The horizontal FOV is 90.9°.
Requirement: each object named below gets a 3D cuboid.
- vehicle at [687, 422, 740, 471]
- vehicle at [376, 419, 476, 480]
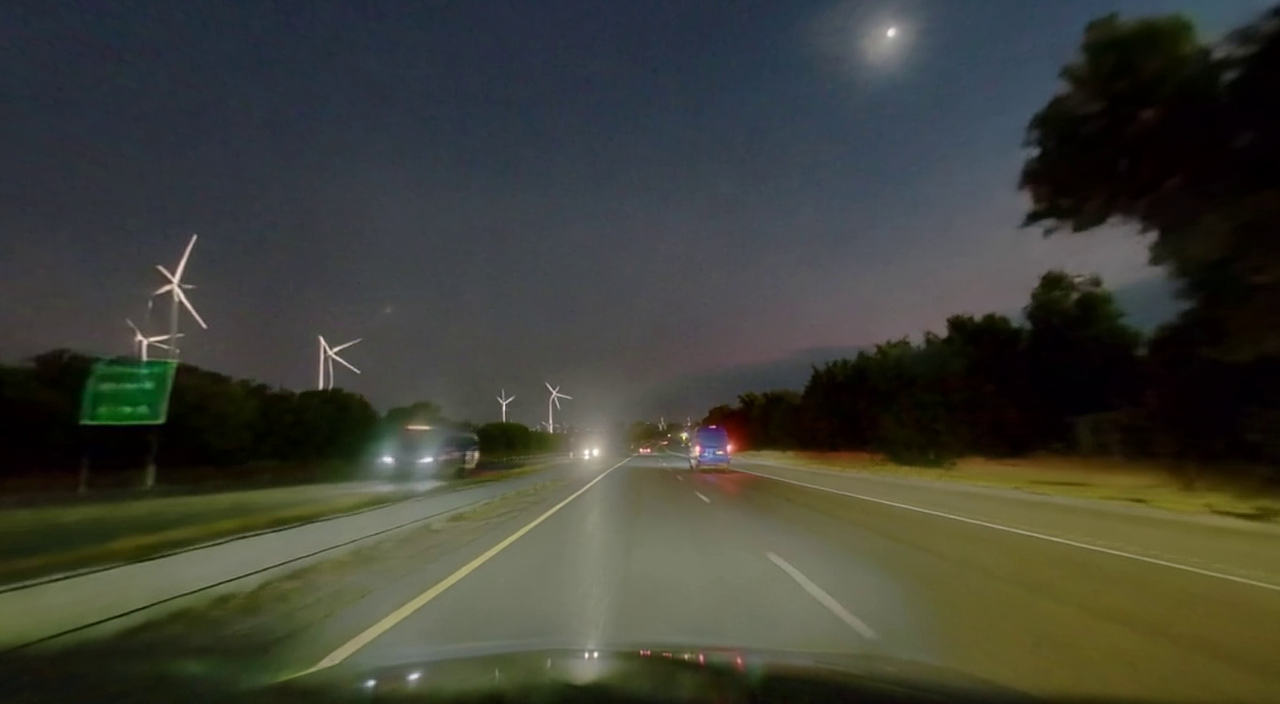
[{"bbox_3d":[4.373,5.810,38.668,2.437,2.735,5.507,0,-9,-1],"label":"vehicle"},{"bbox_3d":[-12.173,5.665,36.751,3.050,3.166,7.885,0,-9,0],"label":"vehicle"}]
